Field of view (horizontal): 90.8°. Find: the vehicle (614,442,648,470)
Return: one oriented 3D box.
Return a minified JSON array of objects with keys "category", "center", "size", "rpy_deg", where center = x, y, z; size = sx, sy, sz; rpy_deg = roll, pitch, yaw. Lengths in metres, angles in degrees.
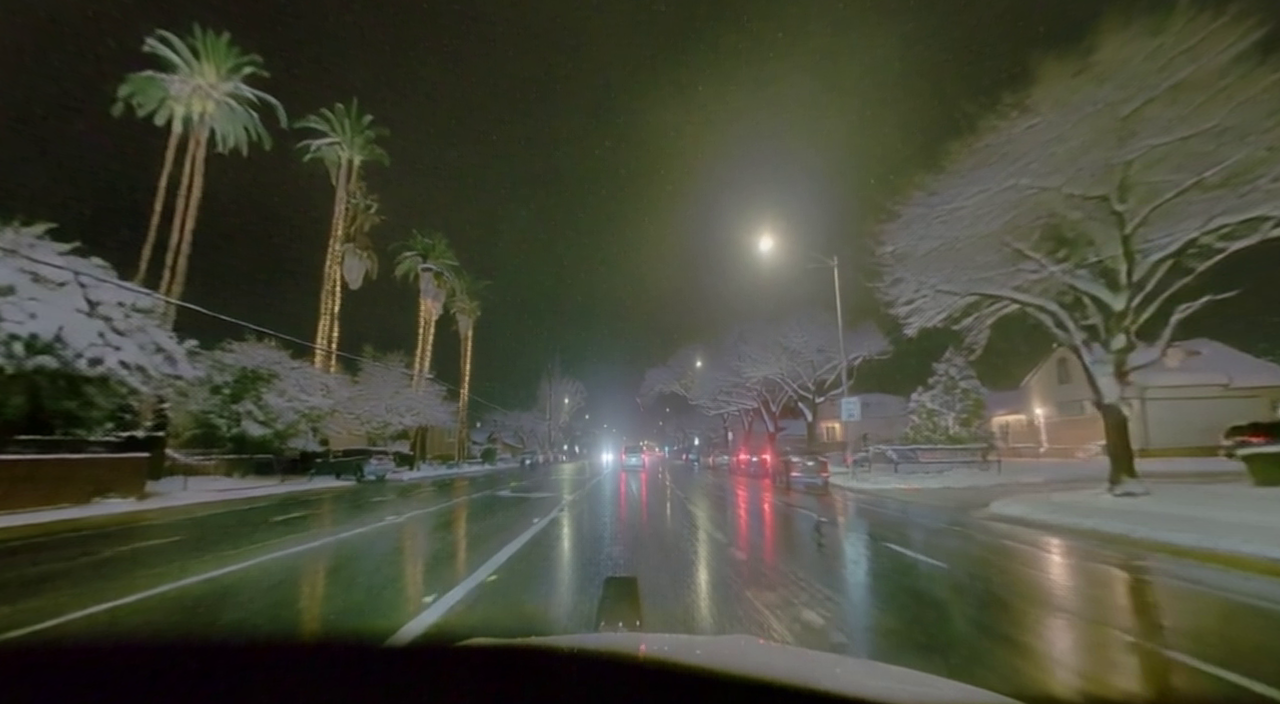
[{"category":"vehicle","center":[-0.632,7.259,44.175],"size":[2.248,1.833,4.798],"rpy_deg":[0,-9,-1]}]

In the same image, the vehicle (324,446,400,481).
[{"category":"vehicle","center":[-17.224,6.898,39.469],"size":[2.185,1.993,5.054],"rpy_deg":[-1,-9,3]}]

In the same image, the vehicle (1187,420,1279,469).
[{"category":"vehicle","center":[24.540,3.600,24.493],"size":[2.135,1.787,4.888],"rpy_deg":[0,-9,-2]}]

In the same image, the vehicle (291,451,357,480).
[{"category":"vehicle","center":[-19.884,7.131,39.950],"size":[1.931,1.641,4.146],"rpy_deg":[-1,-9,1]}]

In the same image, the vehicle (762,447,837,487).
[{"category":"vehicle","center":[6.569,4.760,26.620],"size":[1.947,1.505,4.759],"rpy_deg":[-1,-9,1]}]

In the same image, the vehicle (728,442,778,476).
[{"category":"vehicle","center":[6.590,6.307,37.470],"size":[2.035,1.822,5.449],"rpy_deg":[-1,-9,1]}]
